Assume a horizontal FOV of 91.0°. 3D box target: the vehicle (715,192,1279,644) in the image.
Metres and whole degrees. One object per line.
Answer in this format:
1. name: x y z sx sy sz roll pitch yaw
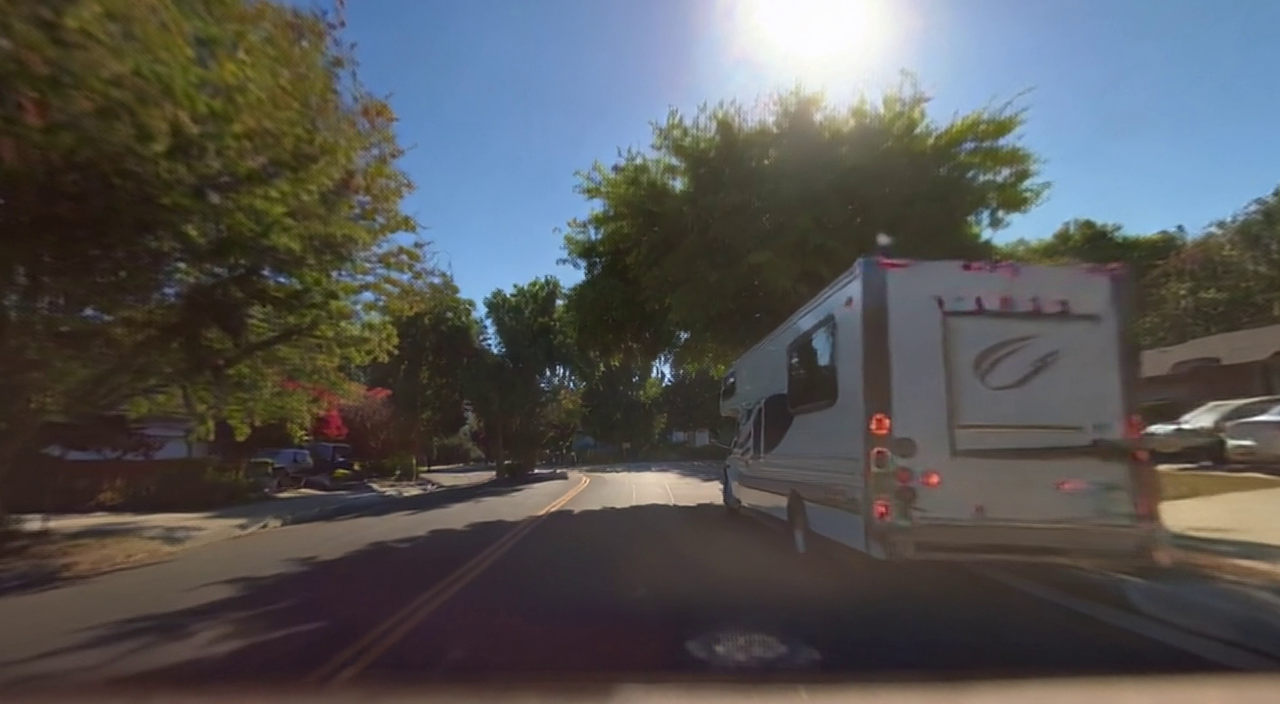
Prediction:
1. vehicle: 3.150 1.037 8.996 2.915 3.243 8.972 0 -8 -1

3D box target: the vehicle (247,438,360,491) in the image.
1. vehicle: -13.058 4.370 24.832 2.111 1.856 4.803 0 -8 -5
